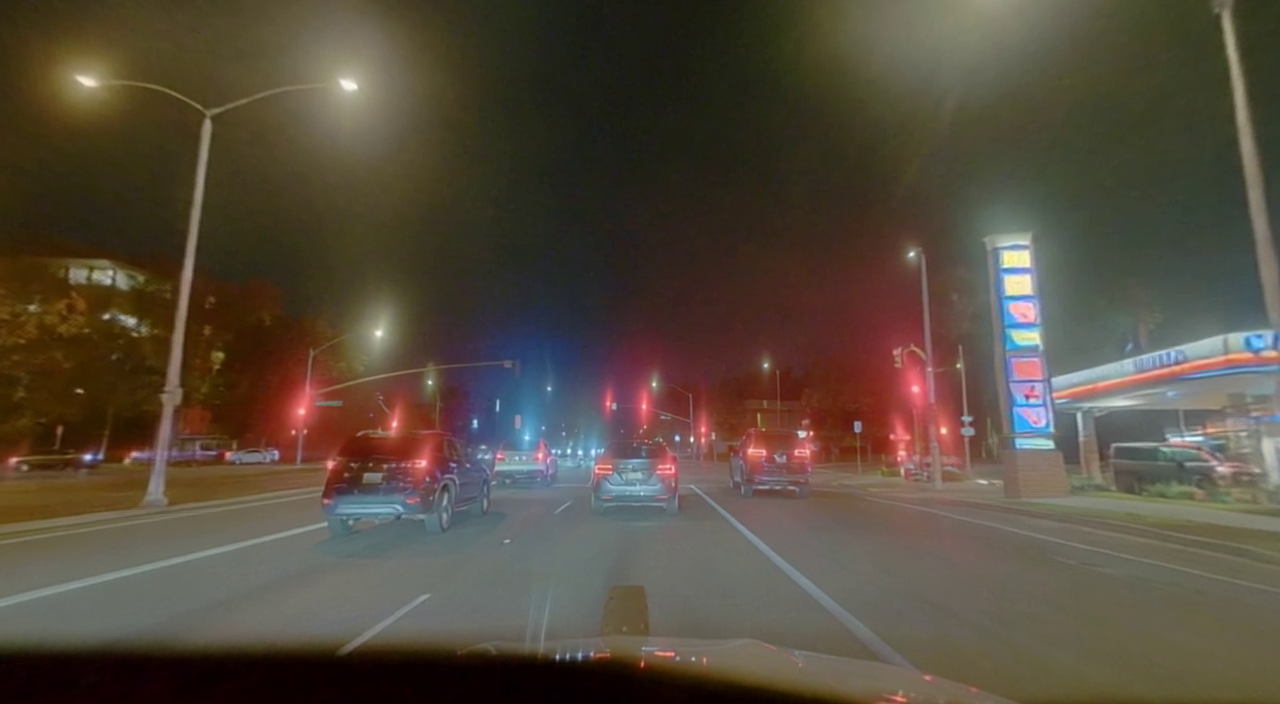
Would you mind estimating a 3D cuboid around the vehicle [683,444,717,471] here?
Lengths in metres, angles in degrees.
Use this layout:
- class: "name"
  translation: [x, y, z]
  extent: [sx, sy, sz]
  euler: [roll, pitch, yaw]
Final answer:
- class: "vehicle"
  translation: [3.859, 6.805, 40.935]
  extent: [1.848, 1.665, 3.747]
  euler: [0, -8, 0]

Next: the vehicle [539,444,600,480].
- class: "vehicle"
  translation: [-3.043, 4.846, 28.116]
  extent: [2.126, 1.490, 4.265]
  euler: [0, -8, 1]

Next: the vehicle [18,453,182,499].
- class: "vehicle"
  translation: [-19.478, 4.464, 23.082]
  extent: [1.888, 1.435, 4.574]
  euler: [0, -8, 1]

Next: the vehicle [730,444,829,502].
- class: "vehicle"
  translation: [3.934, 3.449, 18.501]
  extent: [1.979, 1.485, 4.207]
  euler: [0, -8, 1]

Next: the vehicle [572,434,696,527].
- class: "vehicle"
  translation: [-0.111, 2.507, 12.862]
  extent: [2.121, 1.563, 4.031]
  euler: [0, -8, 0]

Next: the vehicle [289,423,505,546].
- class: "vehicle"
  translation: [-3.814, 2.133, 10.815]
  extent: [1.983, 1.685, 3.997]
  euler: [0, -8, 2]

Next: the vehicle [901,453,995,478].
- class: "vehicle"
  translation: [19.187, 7.103, 39.424]
  extent: [4.795, 1.457, 1.986]
  euler: [0, -9, 4]

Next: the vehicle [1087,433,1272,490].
- class: "vehicle"
  translation: [17.802, 3.591, 21.043]
  extent: [1.907, 1.669, 4.147]
  euler: [5, -10, -29]
